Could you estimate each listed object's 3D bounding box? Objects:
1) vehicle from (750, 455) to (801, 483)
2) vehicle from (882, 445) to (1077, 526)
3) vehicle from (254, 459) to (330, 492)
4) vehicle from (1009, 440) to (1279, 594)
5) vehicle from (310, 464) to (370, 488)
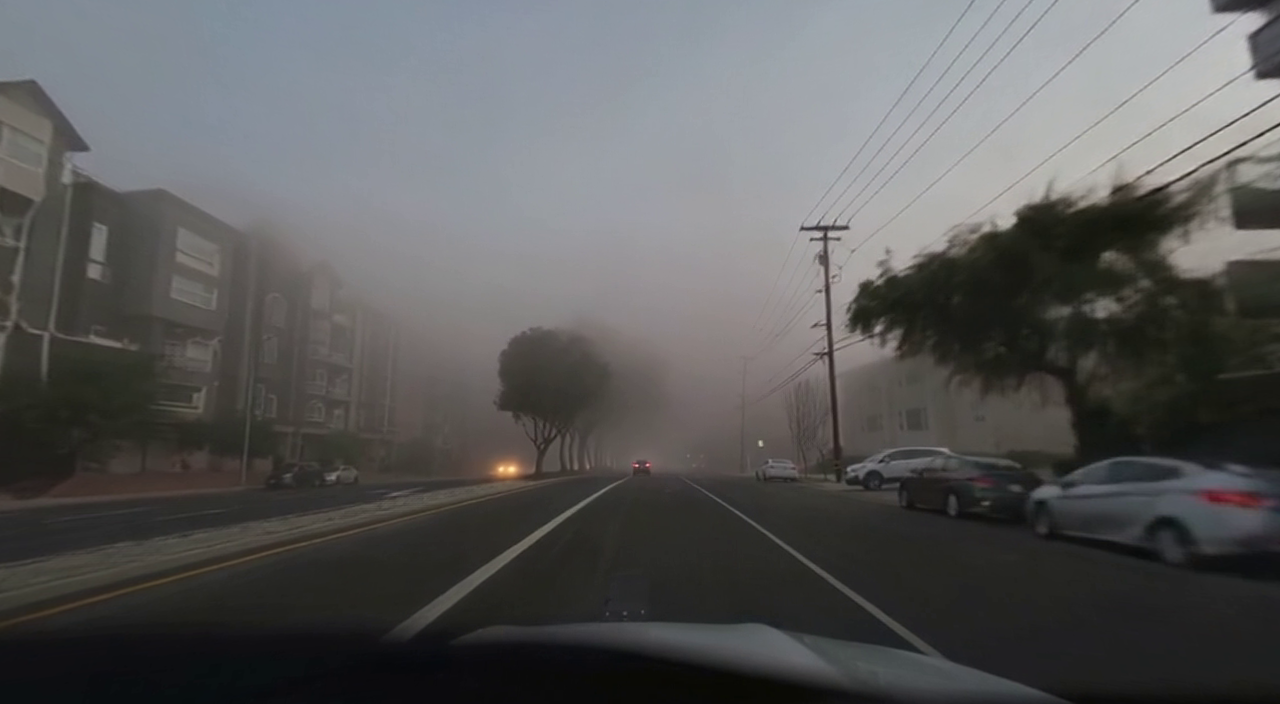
[{"bbox_3d":[7.888,6.864,37.240,1.986,1.467,4.412,0,-8,-1],"label":"vehicle"},{"bbox_3d":[7.216,2.830,14.039,1.927,1.494,4.362,0,-8,0],"label":"vehicle"},{"bbox_3d":[-21.607,7.650,39.419,1.895,1.798,4.703,-1,-8,2],"label":"vehicle"},{"bbox_3d":[7.095,1.895,8.171,1.875,1.481,4.434,0,-8,-1],"label":"vehicle"},{"bbox_3d":[-21.522,8.916,45.531,1.906,1.487,4.773,0,-8,1],"label":"vehicle"}]
